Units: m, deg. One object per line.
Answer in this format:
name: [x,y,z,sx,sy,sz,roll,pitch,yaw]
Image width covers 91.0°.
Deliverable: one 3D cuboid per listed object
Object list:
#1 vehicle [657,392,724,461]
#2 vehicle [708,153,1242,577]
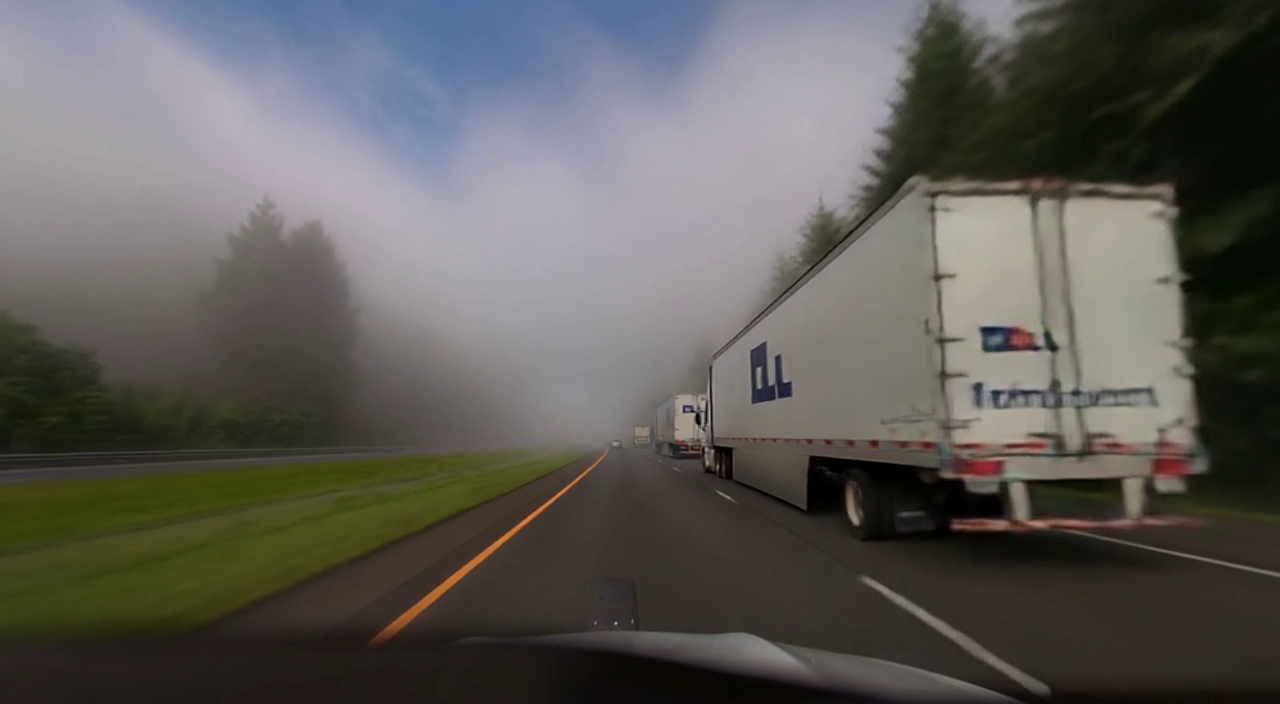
vehicle: [3.164,5.379,44.087,2.871,4.072,14.183,0,-8,-3]
vehicle: [3.862,1.048,13.243,2.863,4.031,14.678,0,-8,-1]
